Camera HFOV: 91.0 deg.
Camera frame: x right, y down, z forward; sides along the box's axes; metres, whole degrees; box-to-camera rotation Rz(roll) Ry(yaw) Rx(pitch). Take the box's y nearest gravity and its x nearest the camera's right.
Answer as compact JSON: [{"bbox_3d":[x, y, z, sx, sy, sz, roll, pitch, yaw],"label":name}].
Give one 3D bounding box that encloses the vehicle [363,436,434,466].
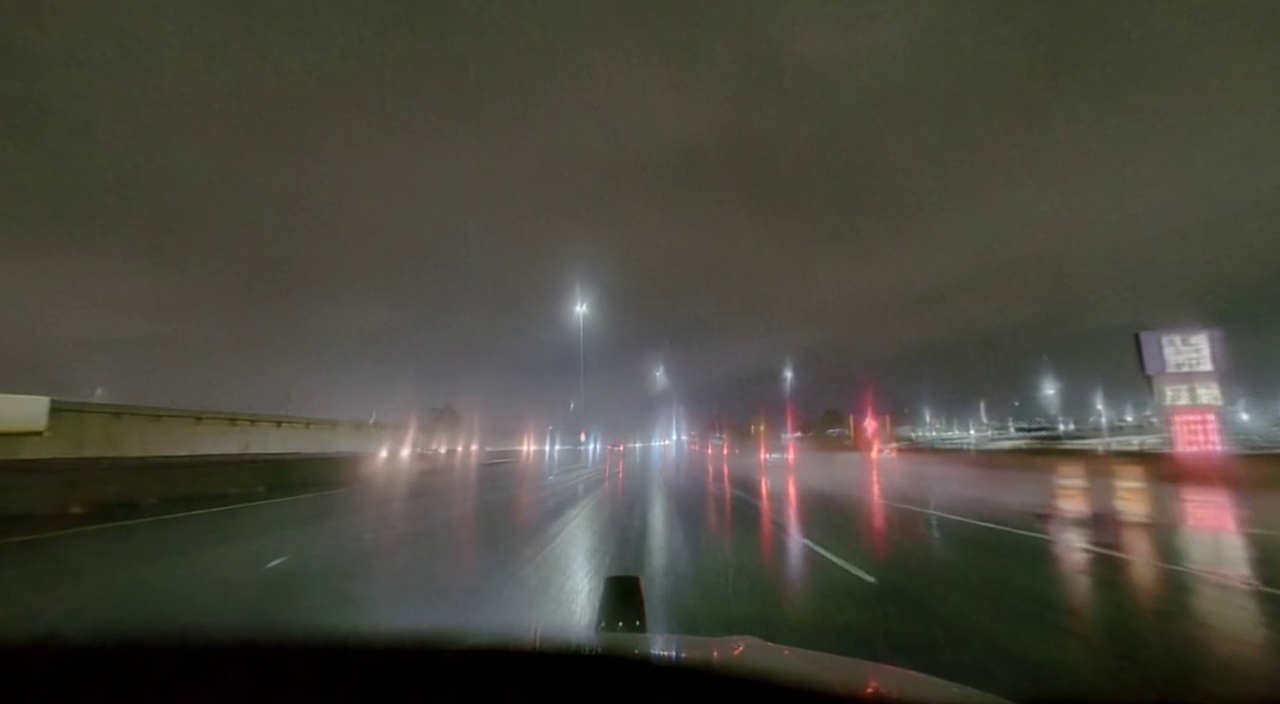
[{"bbox_3d":[-15.302,6.311,40.321,2.202,1.765,5.454,0,-9,2],"label":"vehicle"}]
